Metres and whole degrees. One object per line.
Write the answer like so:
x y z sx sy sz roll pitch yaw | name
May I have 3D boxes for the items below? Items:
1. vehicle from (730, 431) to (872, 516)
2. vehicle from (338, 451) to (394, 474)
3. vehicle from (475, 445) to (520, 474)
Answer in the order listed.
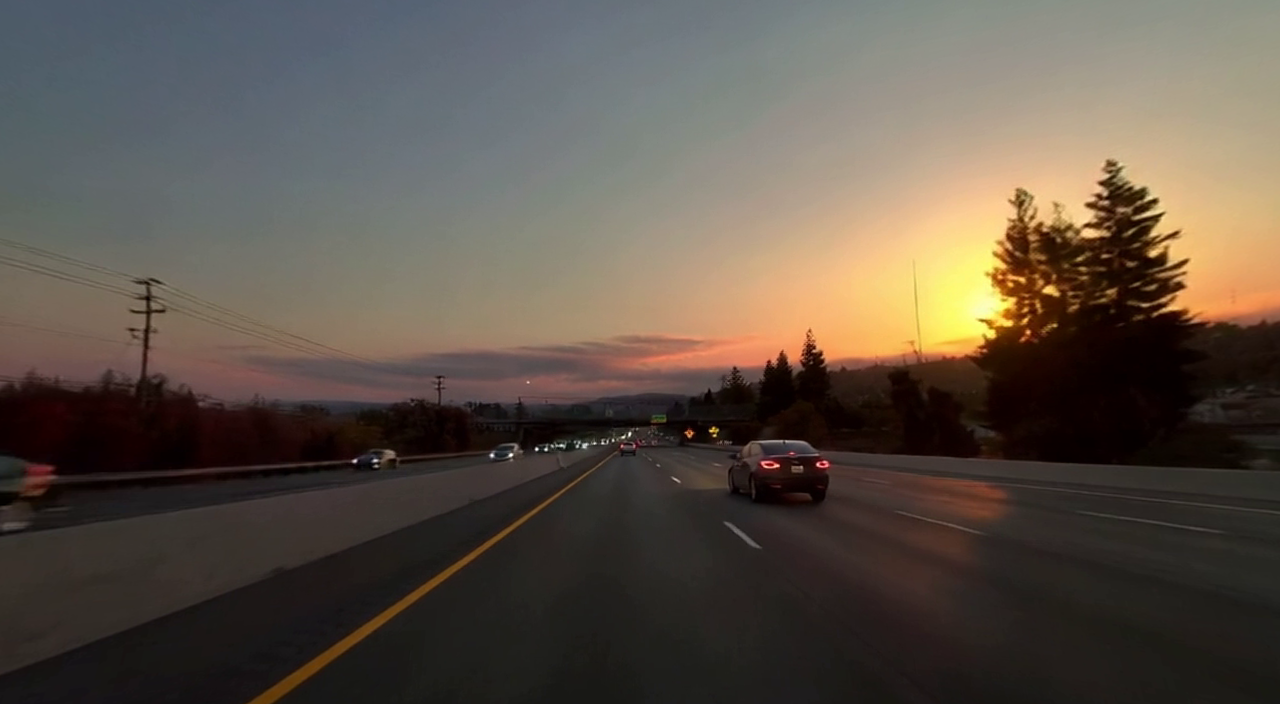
3.361 2.623 14.136 2.018 1.600 4.121 0 -9 -1 | vehicle
-18.690 7.526 43.341 1.853 1.450 4.514 0 -9 0 | vehicle
-8.295 6.259 37.127 1.766 1.536 3.855 0 -8 -1 | vehicle
